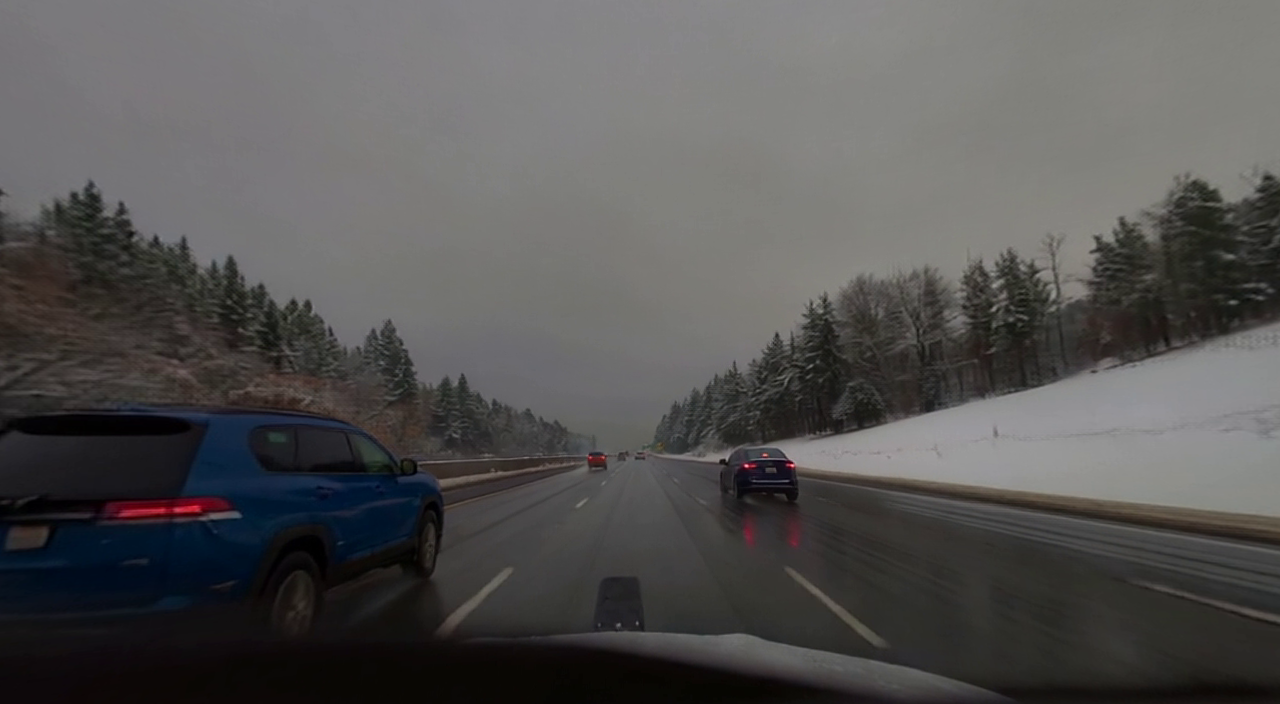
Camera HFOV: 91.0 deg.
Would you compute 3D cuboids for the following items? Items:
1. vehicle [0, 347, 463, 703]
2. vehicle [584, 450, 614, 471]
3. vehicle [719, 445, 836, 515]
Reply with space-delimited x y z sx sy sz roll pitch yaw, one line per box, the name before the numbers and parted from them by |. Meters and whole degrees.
vehicle | -3.154 1.185 5.025 2.137 1.756 4.453 0 -9 0
vehicle | -3.191 8.481 49.440 2.030 1.563 4.389 0 -9 0
vehicle | 3.256 3.113 15.846 1.979 1.486 4.125 1 -9 -1
